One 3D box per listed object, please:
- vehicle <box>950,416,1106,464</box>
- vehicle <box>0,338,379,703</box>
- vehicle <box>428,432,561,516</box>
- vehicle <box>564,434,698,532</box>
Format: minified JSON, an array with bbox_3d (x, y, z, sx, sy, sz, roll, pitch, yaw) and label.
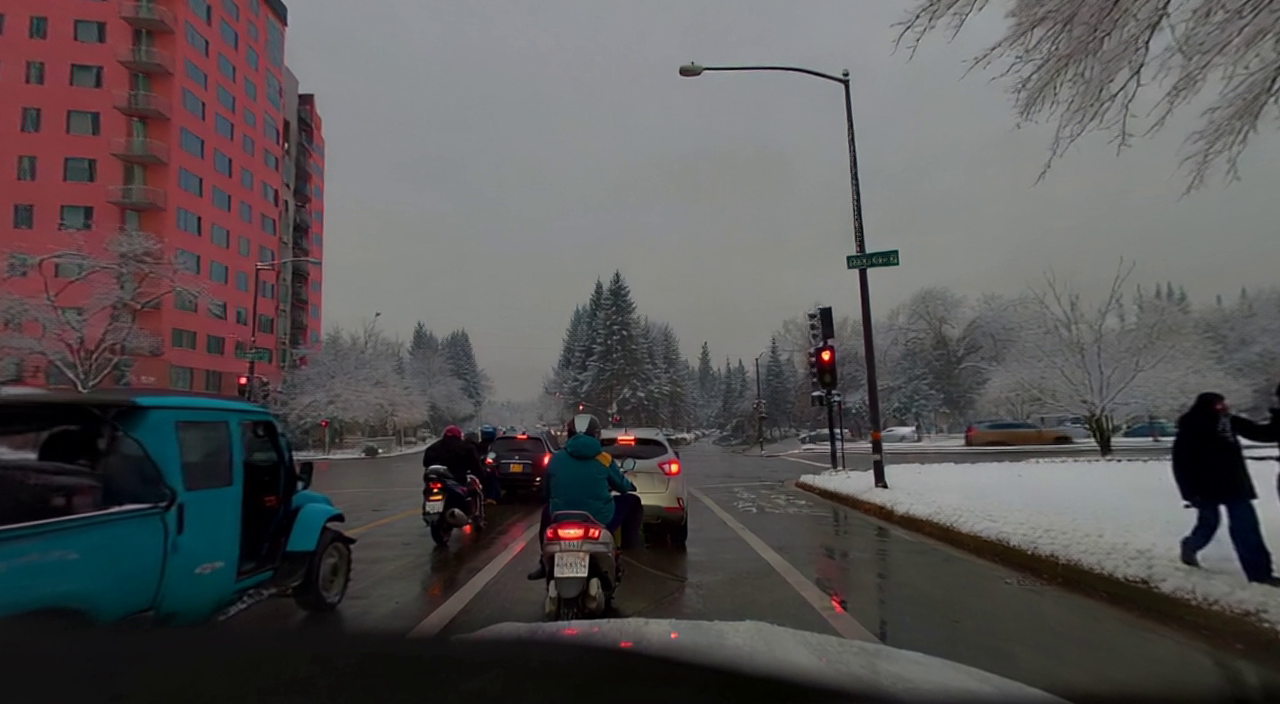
[{"bbox_3d":[15.926,3.696,26.276,5.226,1.840,2.016,-5,-10,27],"label":"vehicle"},{"bbox_3d":[-3.595,1.035,3.718,2.000,1.809,4.855,0,-9,0],"label":"vehicle"},{"bbox_3d":[-3.117,2.701,14.444,1.935,1.615,4.073,-1,-9,2],"label":"vehicle"},{"bbox_3d":[-0.104,2.294,11.625,2.025,1.458,4.085,-1,-9,1],"label":"vehicle"}]
